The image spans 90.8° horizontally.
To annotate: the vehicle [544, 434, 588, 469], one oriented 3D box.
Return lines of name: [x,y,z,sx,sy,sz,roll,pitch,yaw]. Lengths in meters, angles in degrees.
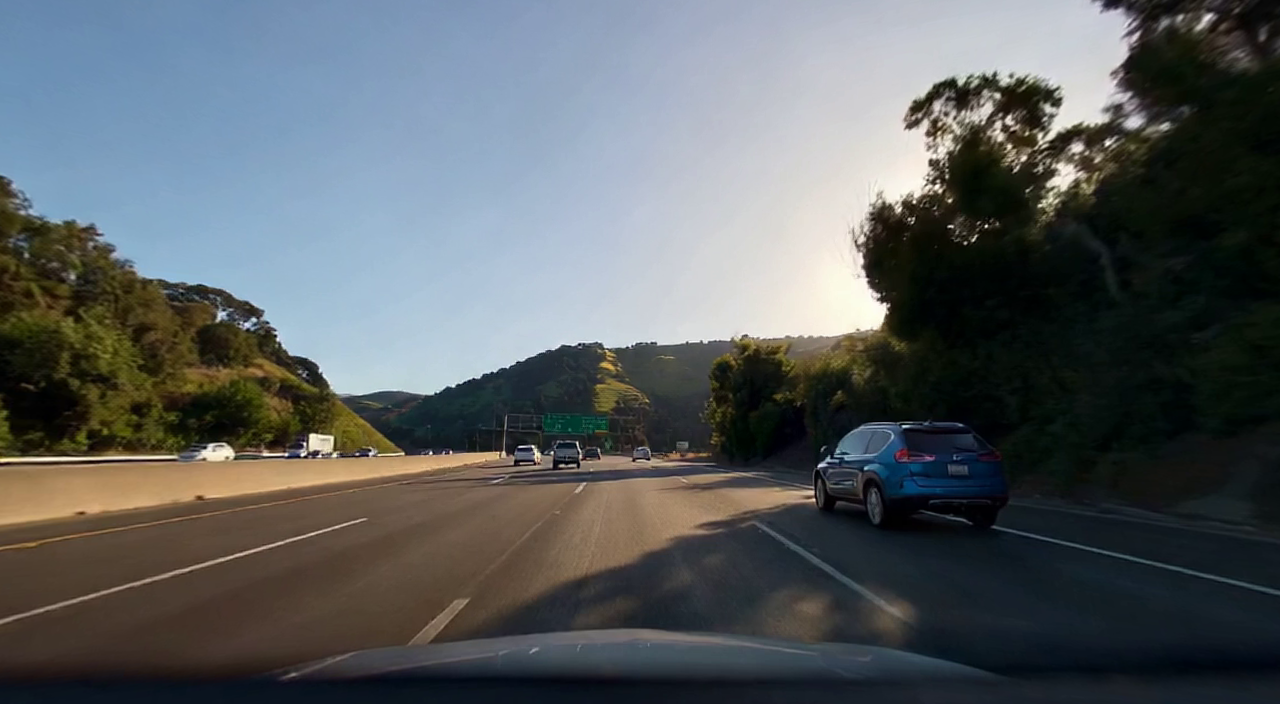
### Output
vehicle: [-4.878,6.667,42.412,2.537,2.121,5.251,0,-9,-2]

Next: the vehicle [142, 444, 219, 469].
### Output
vehicle: [-28.929,6.561,39.934,1.751,1.477,4.430,0,-9,-4]

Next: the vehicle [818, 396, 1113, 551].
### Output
vehicle: [4.735,1.873,10.316,2.103,1.903,4.837,0,-9,-1]

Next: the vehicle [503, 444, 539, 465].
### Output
vehicle: [-9.322,8.094,49.812,2.113,1.551,4.898,0,-9,-3]
